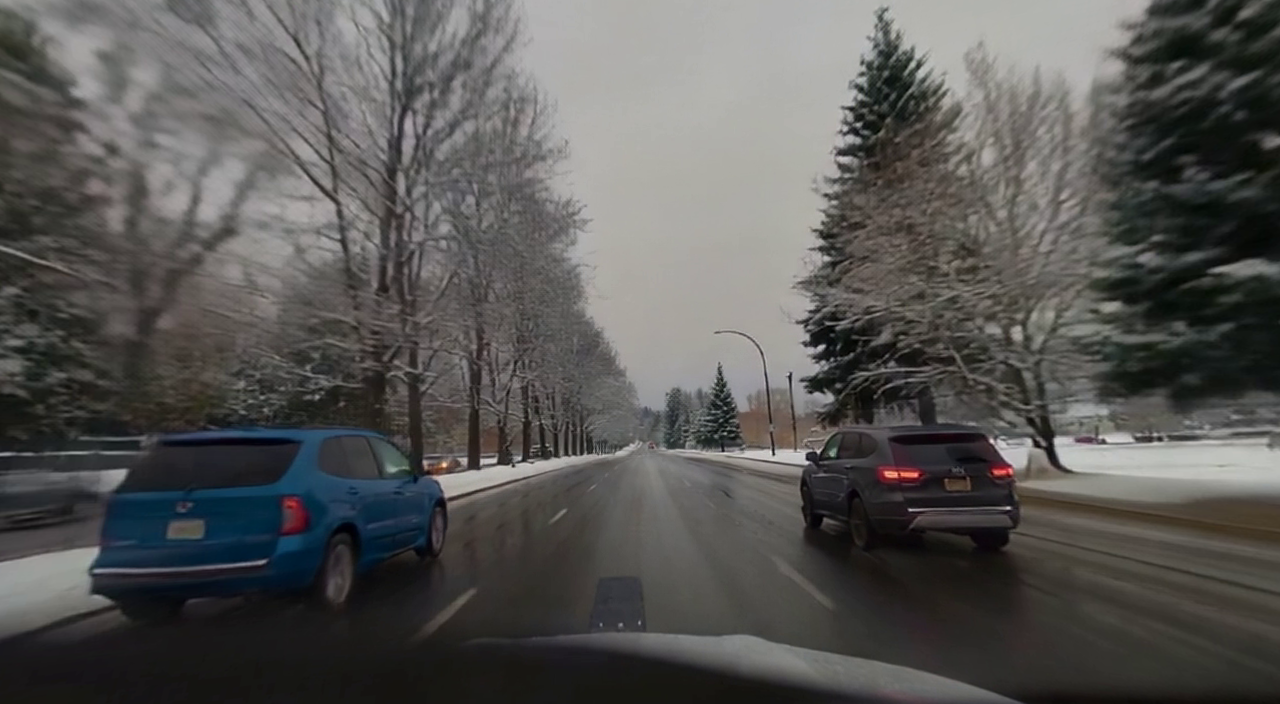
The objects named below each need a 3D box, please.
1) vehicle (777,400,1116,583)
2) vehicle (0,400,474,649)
[{"bbox_3d":[3.519,1.713,8.658,2.087,1.759,5.040,0,-8,0],"label":"vehicle"},{"bbox_3d":[-3.316,1.451,6.376,2.025,1.635,4.293,0,-8,1],"label":"vehicle"}]
